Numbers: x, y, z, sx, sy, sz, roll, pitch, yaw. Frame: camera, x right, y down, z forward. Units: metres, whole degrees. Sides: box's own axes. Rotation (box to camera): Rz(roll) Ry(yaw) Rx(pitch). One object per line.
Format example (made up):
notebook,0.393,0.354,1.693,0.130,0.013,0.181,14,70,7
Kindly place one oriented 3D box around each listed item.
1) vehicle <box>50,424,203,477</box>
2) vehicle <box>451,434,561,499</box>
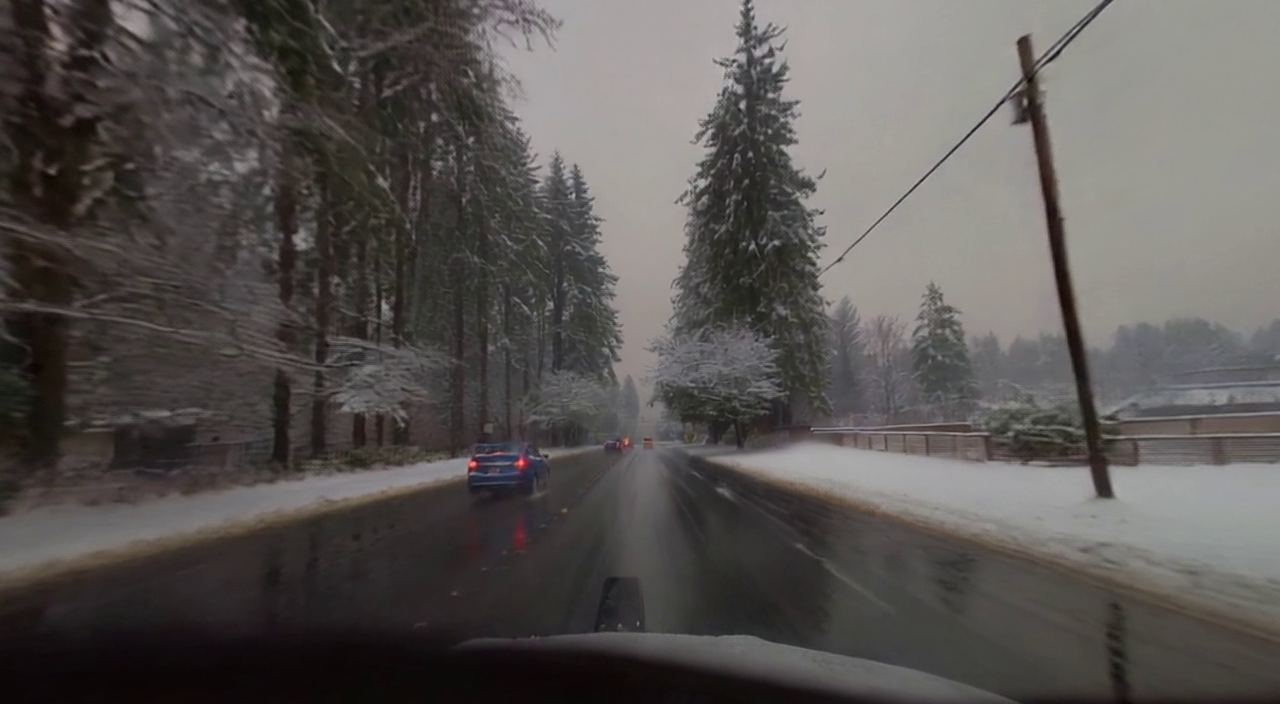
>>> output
vehicle,-34.323,6.624,42.882,2.817,3.013,8.966,-5,-8,1
vehicle,-3.308,2.909,16.525,1.870,1.431,4.317,0,-8,1
